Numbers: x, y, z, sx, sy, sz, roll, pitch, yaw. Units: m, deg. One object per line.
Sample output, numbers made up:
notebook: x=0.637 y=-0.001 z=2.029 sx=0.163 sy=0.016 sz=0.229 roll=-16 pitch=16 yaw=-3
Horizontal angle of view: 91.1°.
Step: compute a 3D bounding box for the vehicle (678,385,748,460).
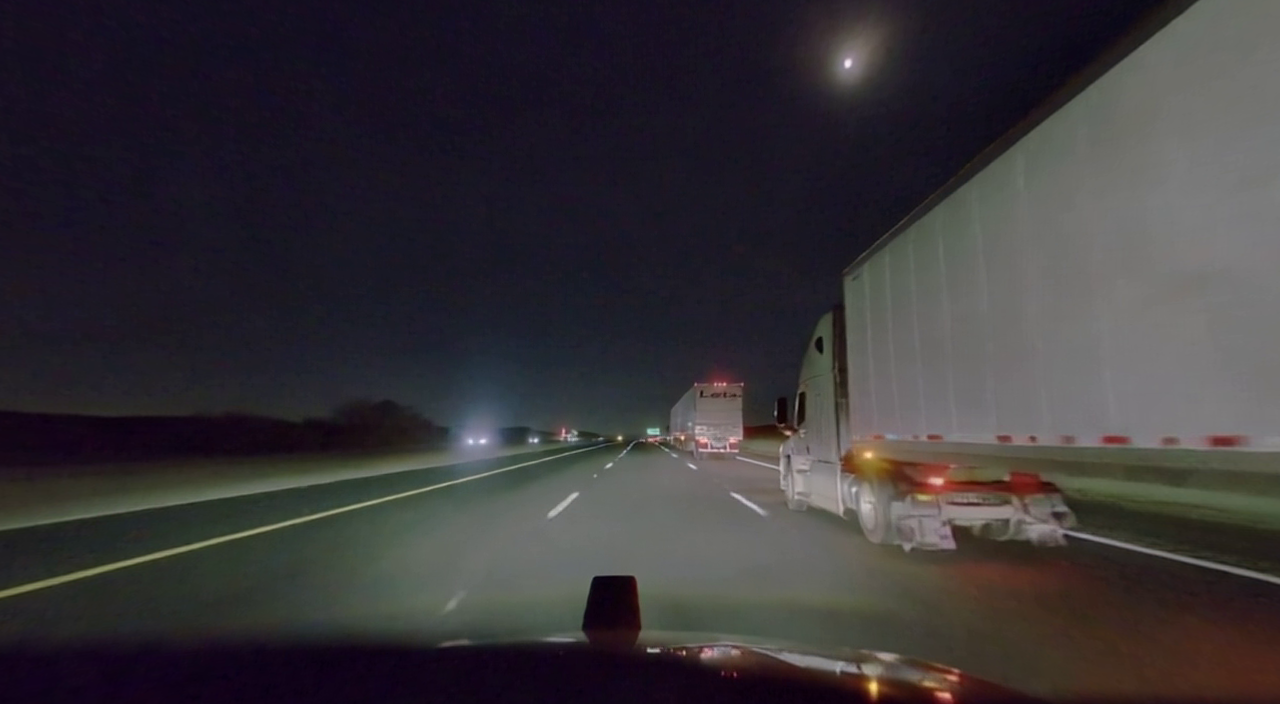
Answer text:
vehicle: x=4.330 y=4.739 z=40.851 sx=2.920 sy=4.029 sz=13.900 roll=0 pitch=-8 yaw=0
